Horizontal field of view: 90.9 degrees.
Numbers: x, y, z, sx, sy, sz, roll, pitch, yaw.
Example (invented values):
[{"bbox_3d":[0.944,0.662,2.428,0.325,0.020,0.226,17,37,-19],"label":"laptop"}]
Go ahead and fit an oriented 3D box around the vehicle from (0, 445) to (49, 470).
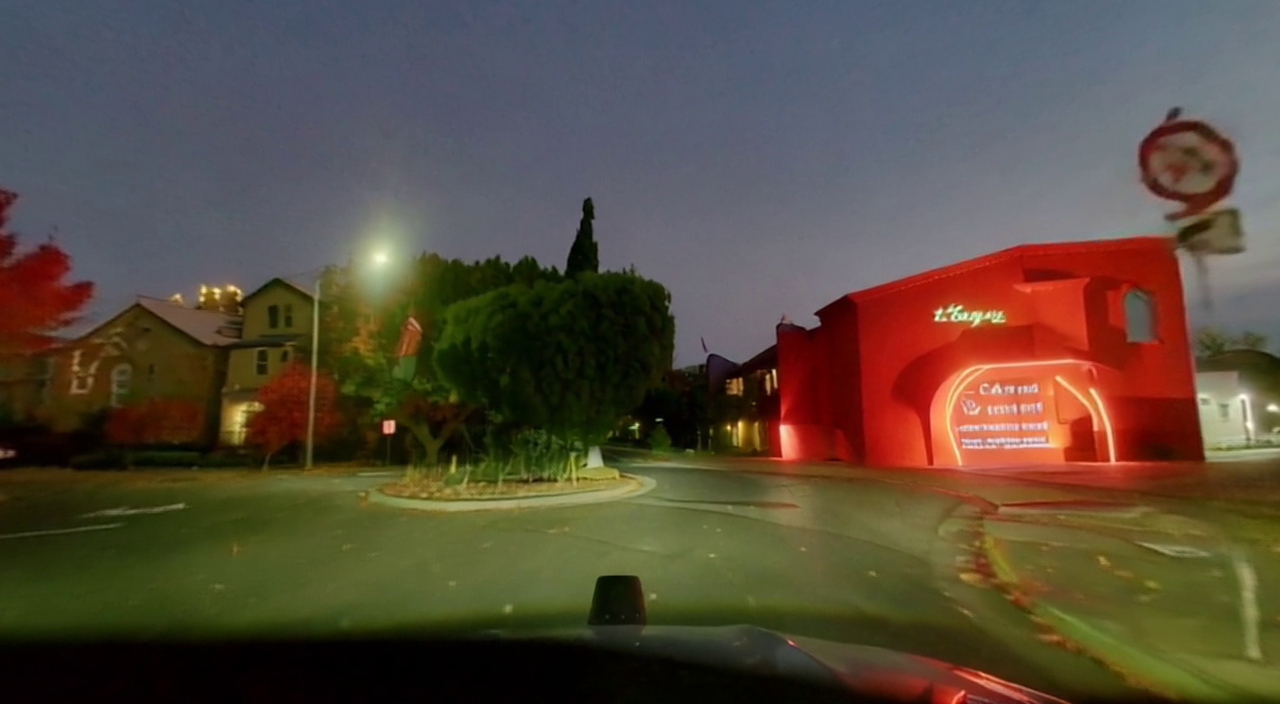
[{"bbox_3d":[-37.653,6.272,37.484,3.362,1.404,1.588,-1,-7,-3],"label":"vehicle"}]
